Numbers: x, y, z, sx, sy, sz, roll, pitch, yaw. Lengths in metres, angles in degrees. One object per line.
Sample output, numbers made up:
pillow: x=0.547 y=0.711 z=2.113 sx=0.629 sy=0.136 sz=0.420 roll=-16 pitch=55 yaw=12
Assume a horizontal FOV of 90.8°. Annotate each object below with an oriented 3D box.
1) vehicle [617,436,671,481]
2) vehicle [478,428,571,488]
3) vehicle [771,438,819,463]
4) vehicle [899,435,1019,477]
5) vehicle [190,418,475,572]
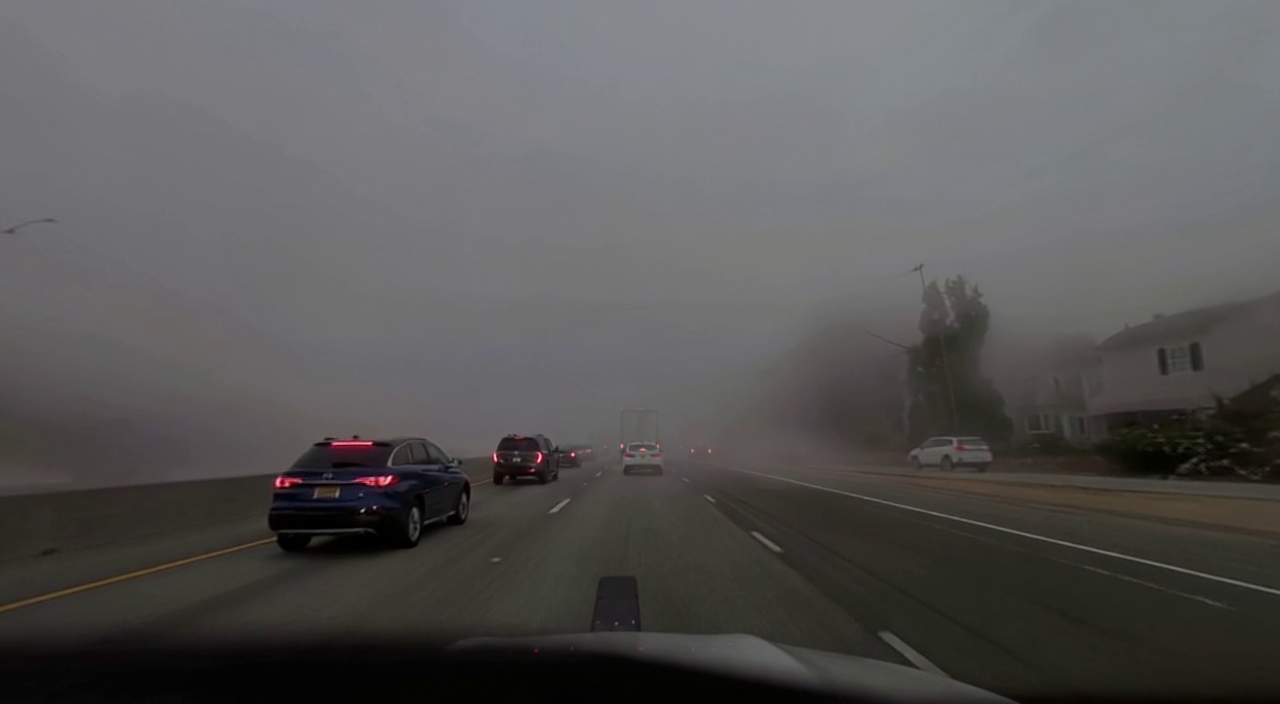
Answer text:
vehicle: x=0.142 y=4.363 z=26.163 sx=2.063 sy=1.703 sz=4.203 roll=0 pitch=-9 yaw=0
vehicle: x=-4.052 y=3.857 z=23.294 sx=2.301 sy=1.944 sz=5.482 roll=0 pitch=-9 yaw=1
vehicle: x=11.020 y=7.027 z=45.119 sx=2.048 sy=1.674 sz=4.106 roll=1 pitch=-9 yaw=-5
vehicle: x=12.467 y=4.089 z=25.108 sx=1.905 sy=1.490 sz=4.826 roll=1 pitch=-9 yaw=-5
vehicle: x=-3.908 y=1.874 z=8.997 sx=1.988 sy=1.668 sz=4.021 roll=0 pitch=-9 yaw=0
